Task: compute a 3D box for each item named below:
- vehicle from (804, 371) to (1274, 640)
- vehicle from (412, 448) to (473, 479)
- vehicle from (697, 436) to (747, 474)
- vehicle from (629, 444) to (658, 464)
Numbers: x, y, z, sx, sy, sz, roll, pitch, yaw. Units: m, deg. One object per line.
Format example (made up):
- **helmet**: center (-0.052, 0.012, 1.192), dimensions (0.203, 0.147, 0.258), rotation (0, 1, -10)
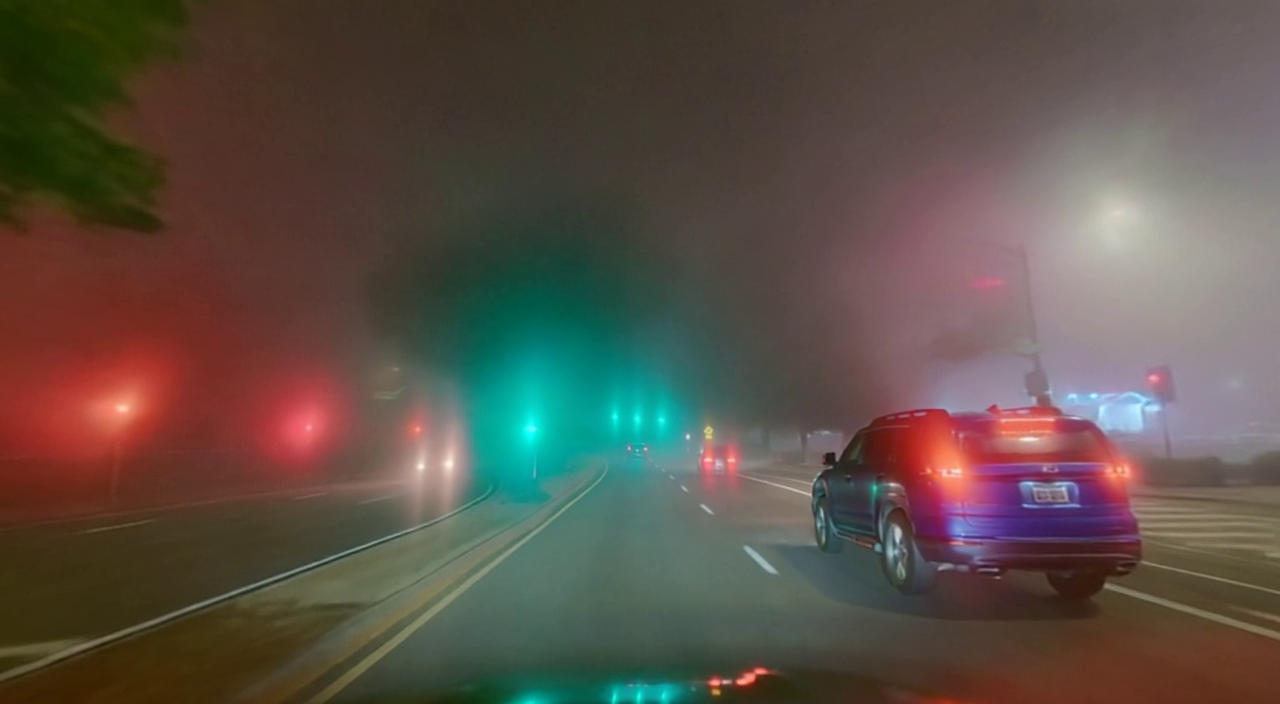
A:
- **vehicle**: center (3.351, 1.388, 6.628), dimensions (2.033, 1.865, 4.360), rotation (0, -9, 0)
- **vehicle**: center (-10.236, 5.795, 32.955), dimensions (1.932, 1.483, 4.246), rotation (0, -9, -2)
- **vehicle**: center (4.210, 5.417, 33.293), dimensions (2.085, 1.828, 5.383), rotation (0, -9, 2)
- **vehicle**: center (0.282, 7.855, 48.484), dimensions (2.131, 1.474, 4.146), rotation (0, -9, 0)
